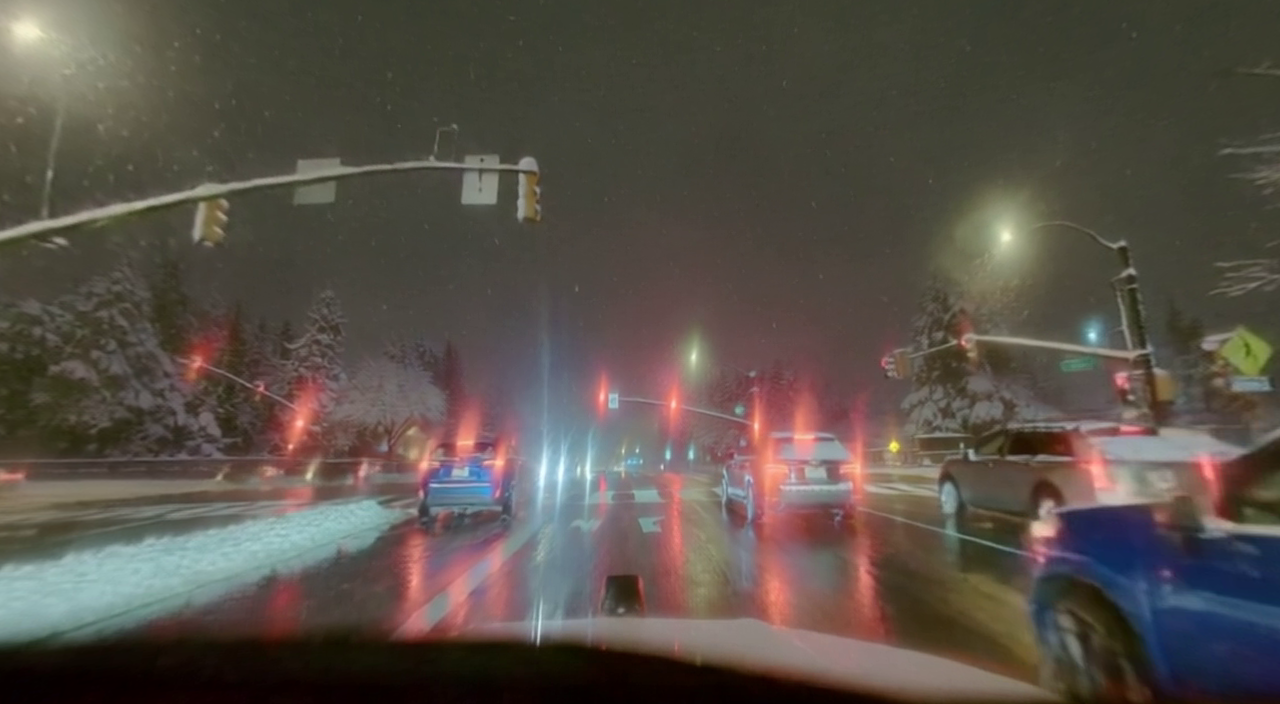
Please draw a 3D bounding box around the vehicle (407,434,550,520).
[{"bbox_3d":[-3.170,2.532,13.265,1.969,1.513,3.773,0,-8,1],"label":"vehicle"}]

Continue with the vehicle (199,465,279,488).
[{"bbox_3d":[-28.855,8.961,45.549,4.461,1.469,1.788,0,-8,-2],"label":"vehicle"}]

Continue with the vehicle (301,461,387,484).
[{"bbox_3d":[-20.043,8.171,42.918,4.825,1.483,1.817,0,-9,-3],"label":"vehicle"}]

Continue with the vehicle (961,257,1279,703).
[{"bbox_3d":[2.893,0.492,0.891,2.247,1.738,4.818,0,-8,-1],"label":"vehicle"}]

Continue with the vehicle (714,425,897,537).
[{"bbox_3d":[2.775,2.281,11.849,2.099,1.671,4.491,0,-8,-2],"label":"vehicle"}]
